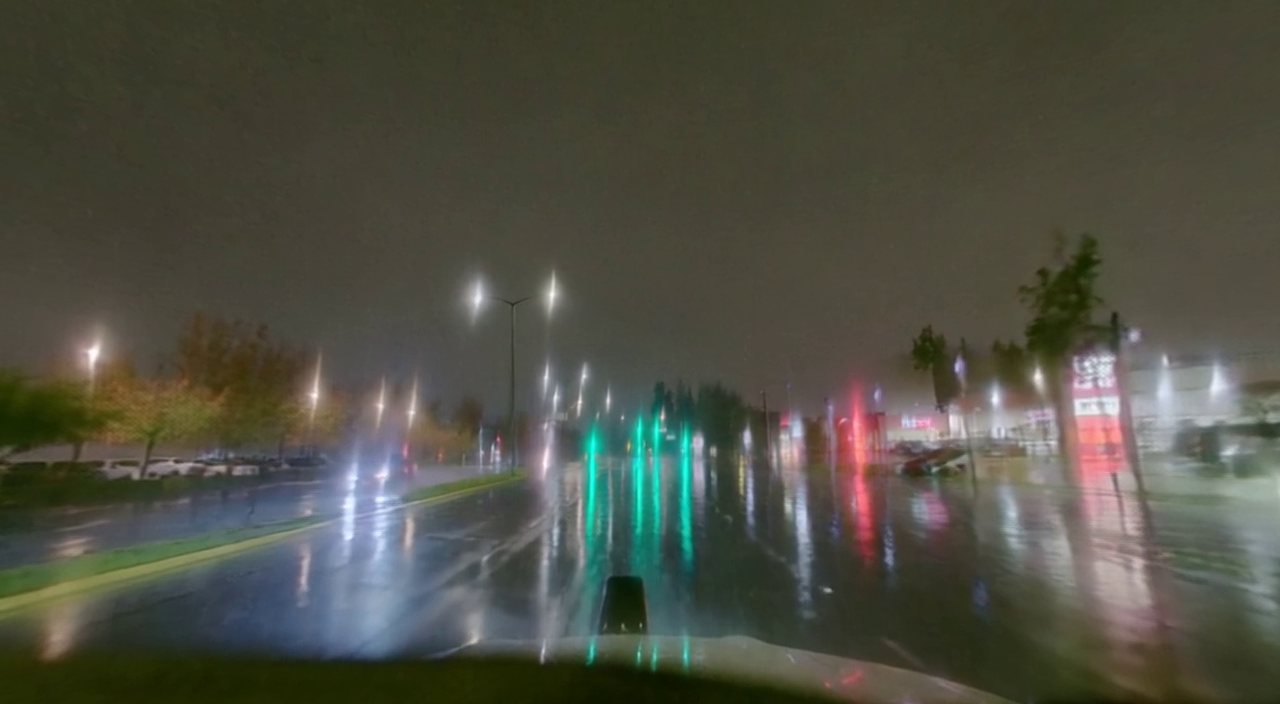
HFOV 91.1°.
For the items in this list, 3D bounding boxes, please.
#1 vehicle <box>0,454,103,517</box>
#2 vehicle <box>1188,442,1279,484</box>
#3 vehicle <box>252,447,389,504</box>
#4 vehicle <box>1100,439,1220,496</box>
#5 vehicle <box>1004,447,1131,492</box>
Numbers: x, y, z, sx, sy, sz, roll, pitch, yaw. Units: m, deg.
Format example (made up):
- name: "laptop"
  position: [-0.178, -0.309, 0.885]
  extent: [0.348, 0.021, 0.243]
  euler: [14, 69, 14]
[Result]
- name: "vehicle"
  position: [-20.072, 4.161, 19.766]
  extent: [2.218, 1.788, 4.604]
  euler: [0, -9, 0]
- name: "vehicle"
  position: [27.303, 4.835, 27.500]
  extent: [4.478, 1.746, 2.159]
  euler: [0, -9, -1]
- name: "vehicle"
  position: [-9.359, 3.614, 18.879]
  extent: [1.880, 1.461, 4.446]
  euler: [0, -9, -2]
- name: "vehicle"
  position: [18.588, 4.064, 22.424]
  extent: [3.754, 1.844, 2.002]
  euler: [5, -10, -31]
- name: "vehicle"
  position: [16.565, 4.479, 24.317]
  extent: [4.313, 1.584, 2.282]
  euler: [5, -10, -29]
